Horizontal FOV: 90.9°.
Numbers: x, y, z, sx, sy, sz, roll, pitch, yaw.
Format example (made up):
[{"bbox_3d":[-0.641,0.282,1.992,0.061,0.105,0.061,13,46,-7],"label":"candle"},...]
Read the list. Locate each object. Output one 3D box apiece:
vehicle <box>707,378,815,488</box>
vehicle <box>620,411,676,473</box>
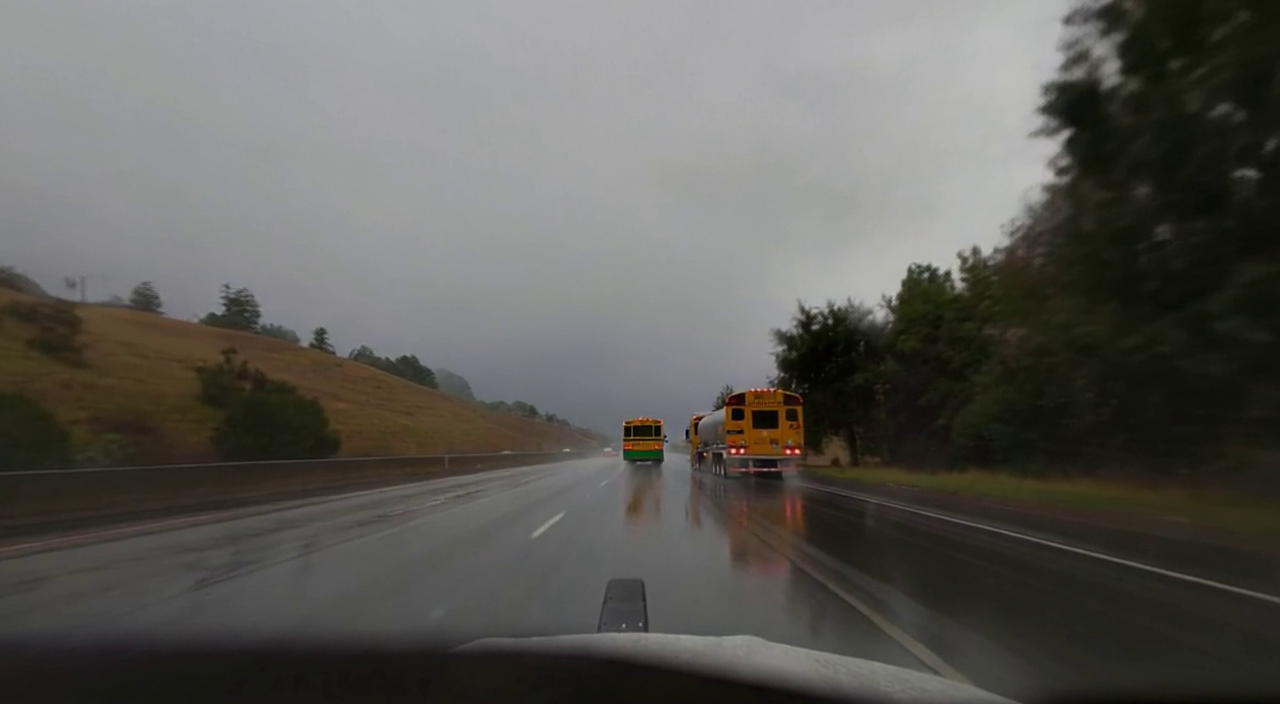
[{"bbox_3d":[4.438,3.222,24.819,2.716,3.705,7.018,0,-8,-1],"label":"vehicle"},{"bbox_3d":[0.453,5.575,38.840,2.948,3.265,10.569,0,-8,0],"label":"vehicle"}]
